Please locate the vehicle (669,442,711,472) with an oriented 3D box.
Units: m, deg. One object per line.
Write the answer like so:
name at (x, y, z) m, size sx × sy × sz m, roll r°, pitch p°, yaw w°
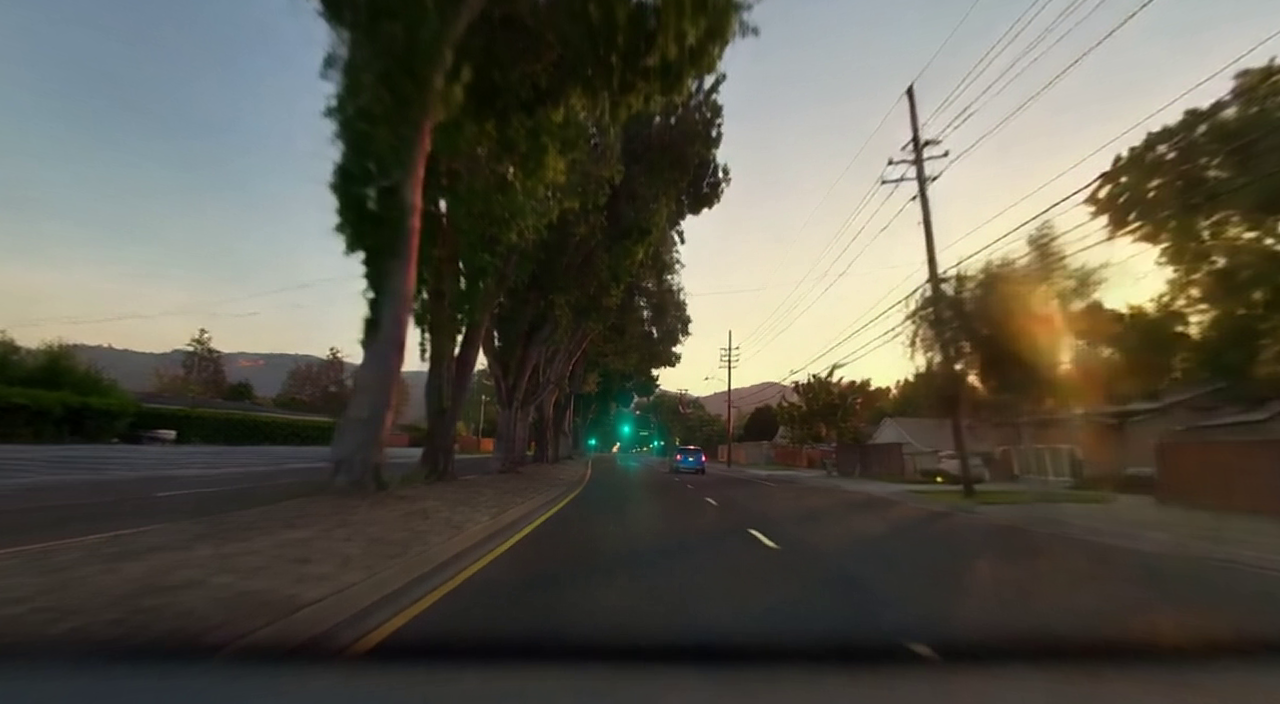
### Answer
vehicle at (3.117, 6.697, 40.457) m, size 2.240 × 1.781 × 4.433 m, roll 0°, pitch -8°, yaw -1°
